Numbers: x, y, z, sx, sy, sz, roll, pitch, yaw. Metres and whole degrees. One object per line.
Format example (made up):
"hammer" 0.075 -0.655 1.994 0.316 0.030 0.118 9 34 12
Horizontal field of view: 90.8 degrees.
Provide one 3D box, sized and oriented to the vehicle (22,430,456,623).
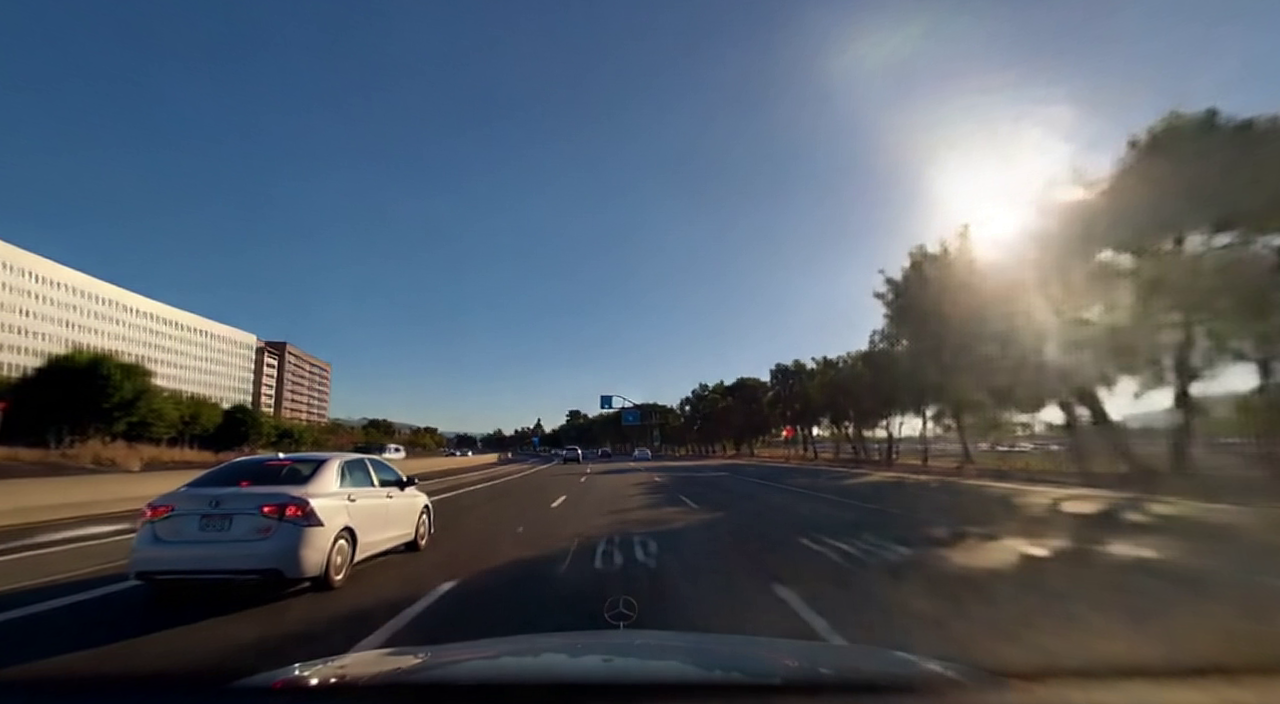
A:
"vehicle" -3.746 1.673 7.123 2.018 1.476 4.364 0 -8 0
